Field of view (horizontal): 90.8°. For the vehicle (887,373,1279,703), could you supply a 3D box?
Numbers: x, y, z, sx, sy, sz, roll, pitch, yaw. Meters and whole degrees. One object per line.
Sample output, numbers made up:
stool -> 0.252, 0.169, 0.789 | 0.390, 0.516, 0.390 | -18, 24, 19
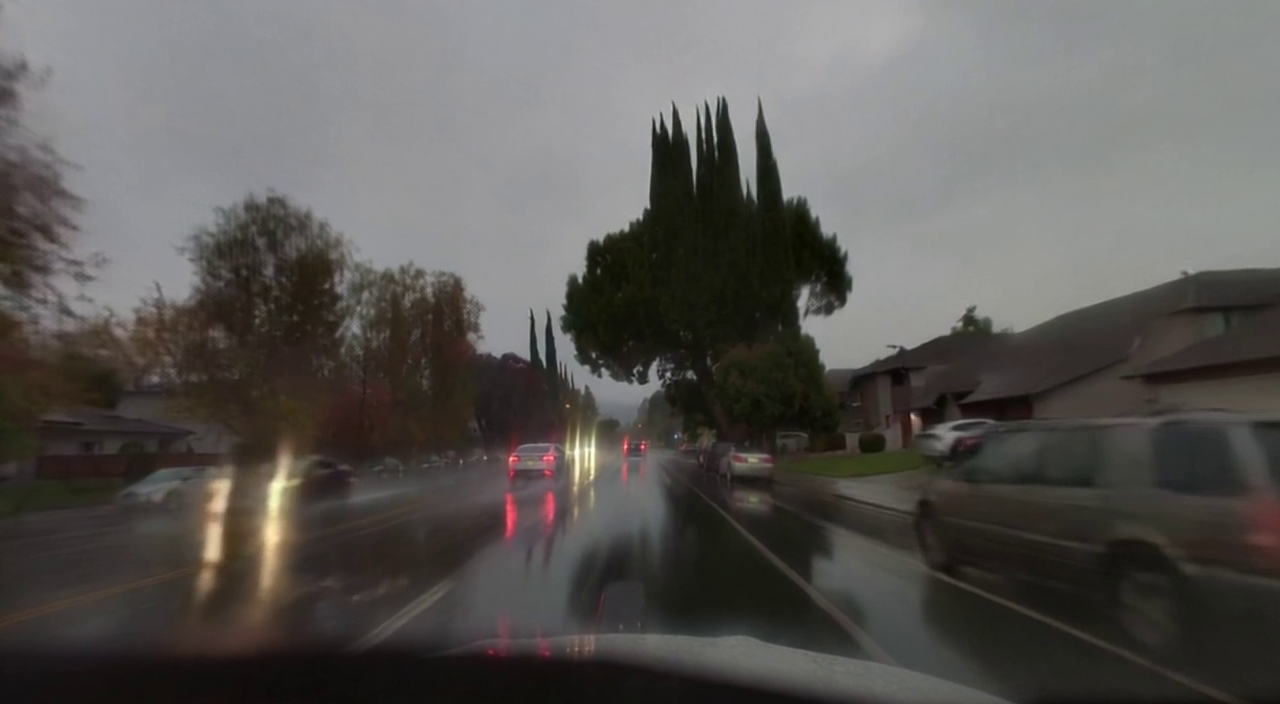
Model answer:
vehicle -> 4.294, 1.360, 5.717 | 2.123, 1.797, 4.792 | 0, -9, 0

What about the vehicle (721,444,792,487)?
vehicle -> 4.303, 4.247, 23.935 | 1.890, 1.459, 4.371 | 0, -8, 1

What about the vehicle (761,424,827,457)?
vehicle -> 11.524, 6.699, 47.569 | 4.240, 1.780, 1.921 | -9, -9, 0

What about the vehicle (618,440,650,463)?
vehicle -> -0.405, 6.789, 43.277 | 2.088, 1.495, 4.048 | 0, -8, -1

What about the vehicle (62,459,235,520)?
vehicle -> -14.515, 4.041, 19.023 | 1.847, 1.494, 4.189 | 0, -8, -1

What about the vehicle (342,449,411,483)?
vehicle -> -14.676, 6.333, 35.497 | 1.914, 1.747, 4.550 | 0, -8, 0

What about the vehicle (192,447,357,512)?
vehicle -> -9.702, 3.365, 17.254 | 1.985, 1.502, 4.253 | 0, -8, -1

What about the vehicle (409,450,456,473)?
vehicle -> -14.602, 7.722, 44.754 | 1.827, 1.480, 4.738 | 0, -8, -1

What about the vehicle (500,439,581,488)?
vehicle -> -3.268, 3.764, 21.644 | 2.027, 1.477, 4.413 | 0, -8, 1
